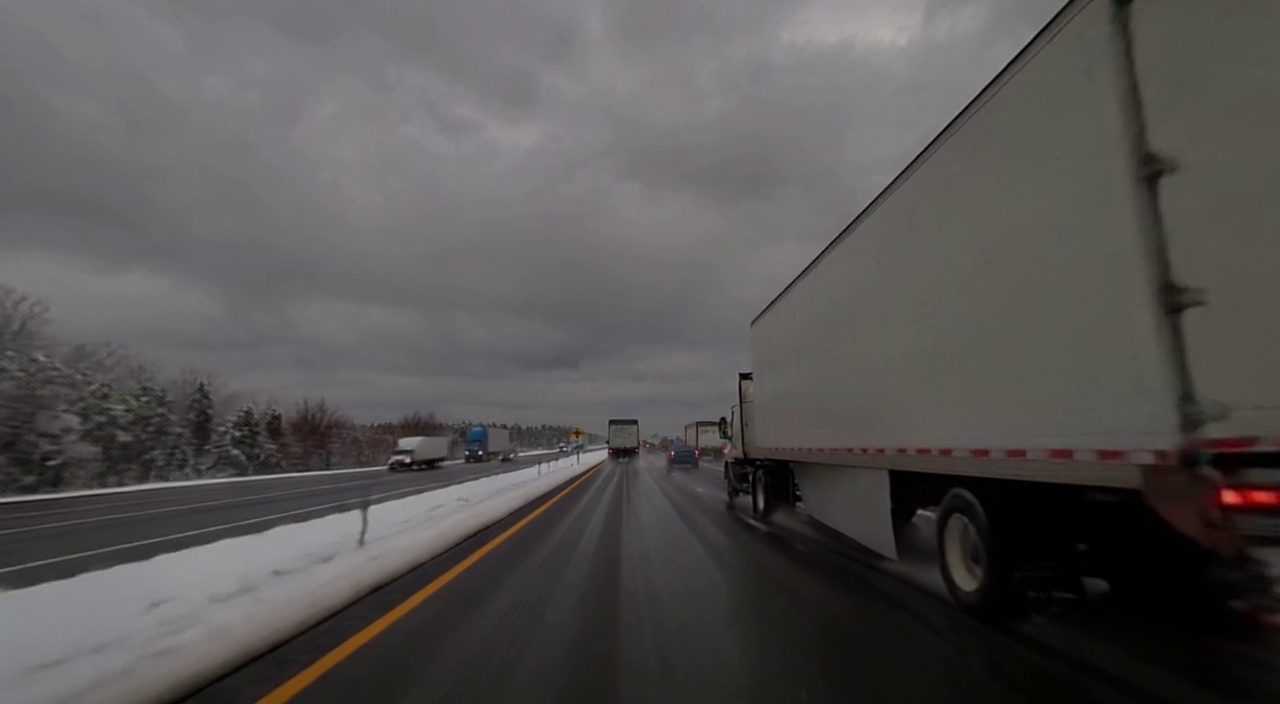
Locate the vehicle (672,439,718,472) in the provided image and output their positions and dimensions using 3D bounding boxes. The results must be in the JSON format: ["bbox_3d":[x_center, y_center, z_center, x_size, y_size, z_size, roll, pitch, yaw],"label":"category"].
[{"bbox_3d":[2.872,5.502,33.422,2.127,1.642,3.899,0,-9,1],"label":"vehicle"}]

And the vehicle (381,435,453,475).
[{"bbox_3d":[-14.019,6.499,39.802,2.425,2.339,5.273,-1,-9,2],"label":"vehicle"}]

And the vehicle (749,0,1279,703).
[{"bbox_3d":[3.846,0.489,7.588,2.972,4.007,10.643,0,-9,-1],"label":"vehicle"}]

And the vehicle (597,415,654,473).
[{"bbox_3d":[-0.624,4.855,33.070,2.506,2.743,6.093,-1,-9,3],"label":"vehicle"}]
